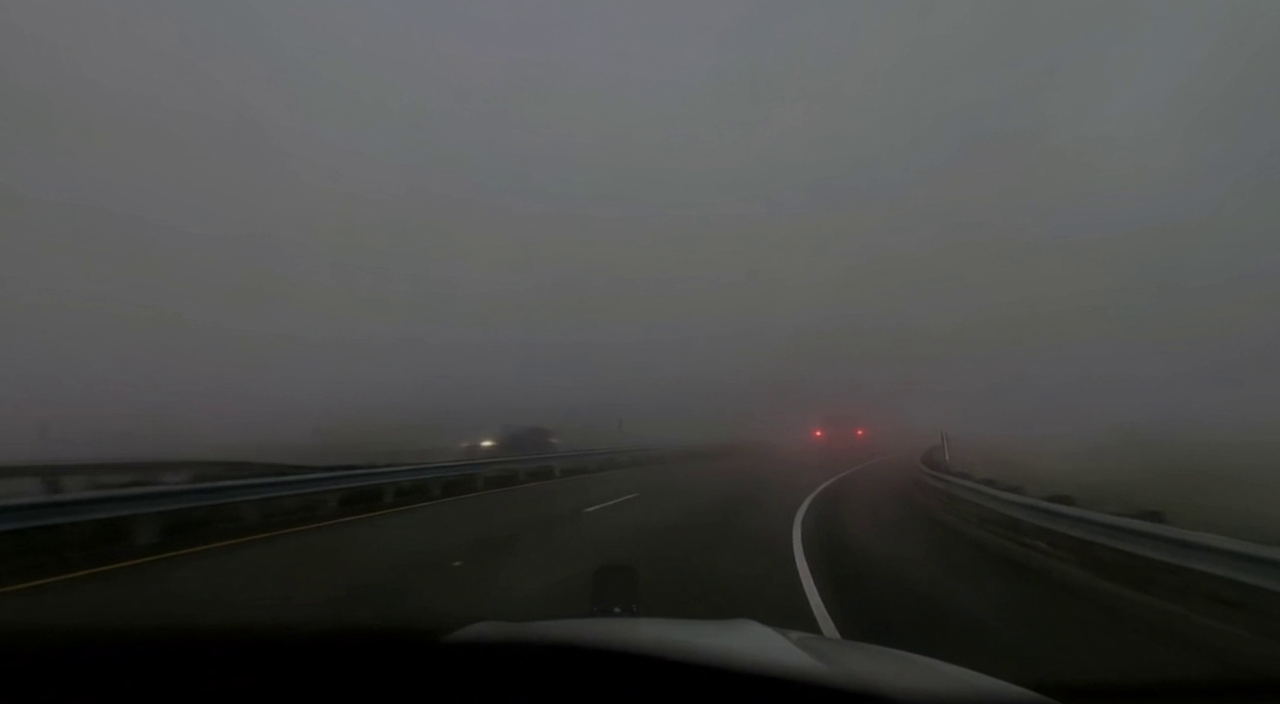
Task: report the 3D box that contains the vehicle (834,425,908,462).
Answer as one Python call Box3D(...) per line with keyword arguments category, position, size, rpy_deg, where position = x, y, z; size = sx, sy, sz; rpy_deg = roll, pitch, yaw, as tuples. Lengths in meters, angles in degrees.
Box3D(category="vehicle", position=(10.700, 4.183, 28.999), size=(2.028, 1.440, 3.970), rpy_deg=(-2, -7, 38))
